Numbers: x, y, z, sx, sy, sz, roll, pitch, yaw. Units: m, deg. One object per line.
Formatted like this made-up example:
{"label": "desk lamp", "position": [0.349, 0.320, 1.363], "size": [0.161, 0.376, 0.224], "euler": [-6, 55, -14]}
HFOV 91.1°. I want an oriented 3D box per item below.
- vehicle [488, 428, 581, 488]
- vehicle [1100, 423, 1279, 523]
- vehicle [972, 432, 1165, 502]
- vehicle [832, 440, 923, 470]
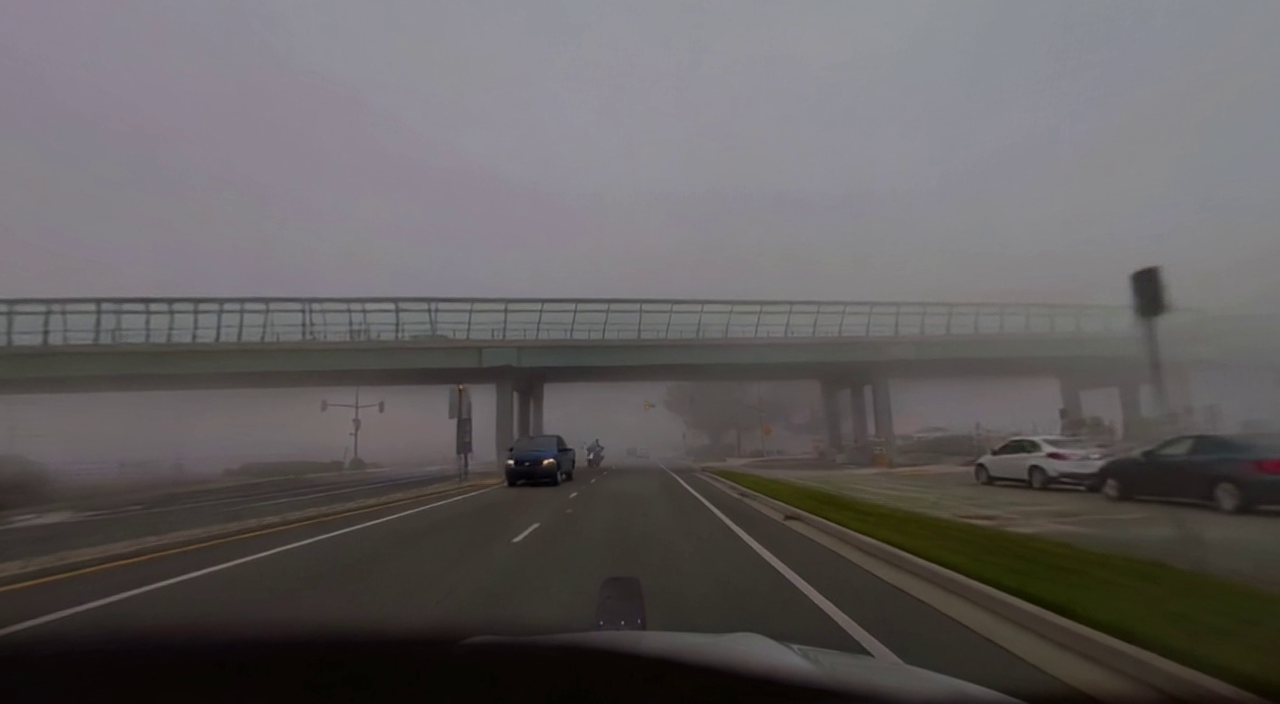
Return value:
{"label": "vehicle", "position": [-3.865, 4.045, 24.314], "size": [2.468, 1.993, 5.840], "euler": [-1, -9, 1]}
{"label": "vehicle", "position": [11.639, 2.225, 12.100], "size": [2.051, 1.534, 4.466], "euler": [-6, -9, 0]}
{"label": "vehicle", "position": [11.653, 3.112, 17.585], "size": [2.189, 1.510, 4.458], "euler": [-5, -8, 0]}
{"label": "vehicle", "position": [14.398, 6.233, 38.344], "size": [2.078, 1.523, 4.760], "euler": [2, -7, -34]}
